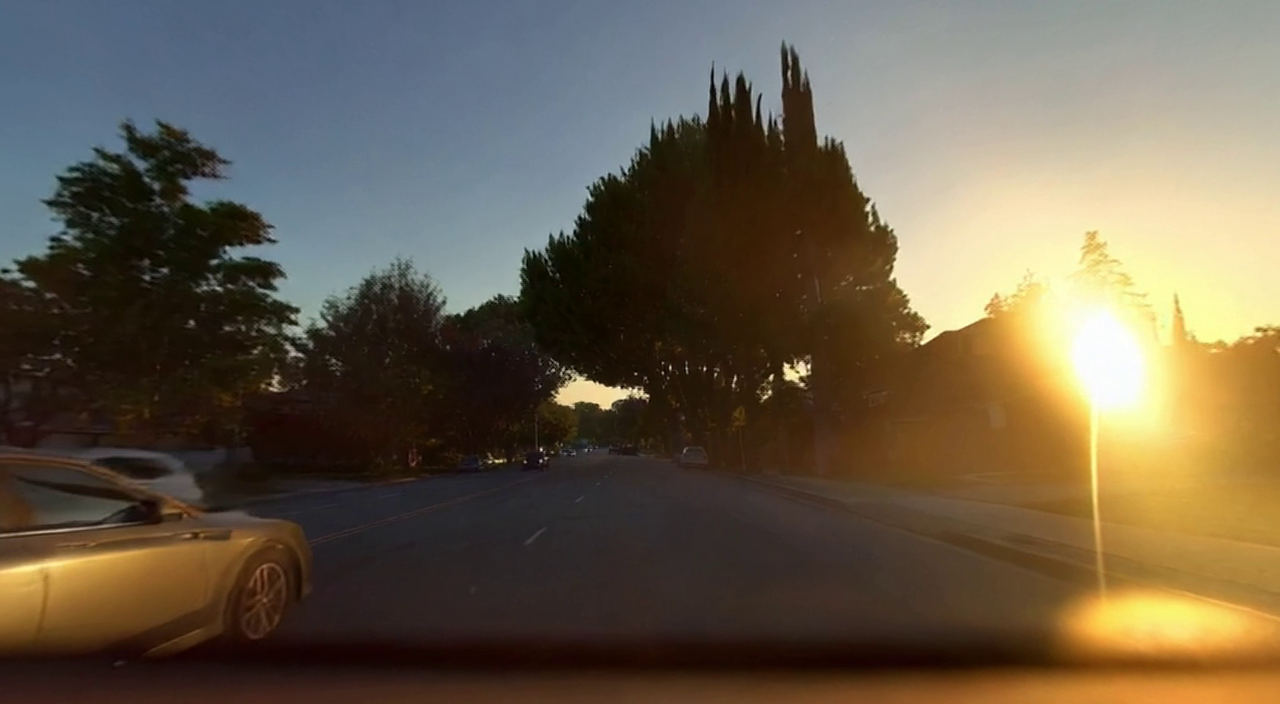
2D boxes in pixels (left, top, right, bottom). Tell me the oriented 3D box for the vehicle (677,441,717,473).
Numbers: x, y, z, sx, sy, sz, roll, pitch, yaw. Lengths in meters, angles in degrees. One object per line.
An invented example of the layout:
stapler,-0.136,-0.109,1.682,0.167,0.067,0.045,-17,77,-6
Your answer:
vehicle,3.591,6.718,40.649,2.130,1.873,4.886,0,-8,0

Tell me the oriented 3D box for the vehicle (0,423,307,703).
vehicle,-3.389,0.983,2.203,1.969,1.459,4.619,0,-8,0

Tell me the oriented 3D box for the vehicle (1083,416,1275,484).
vehicle,15.216,2.791,17.869,4.362,1.702,2.333,4,-10,-24
